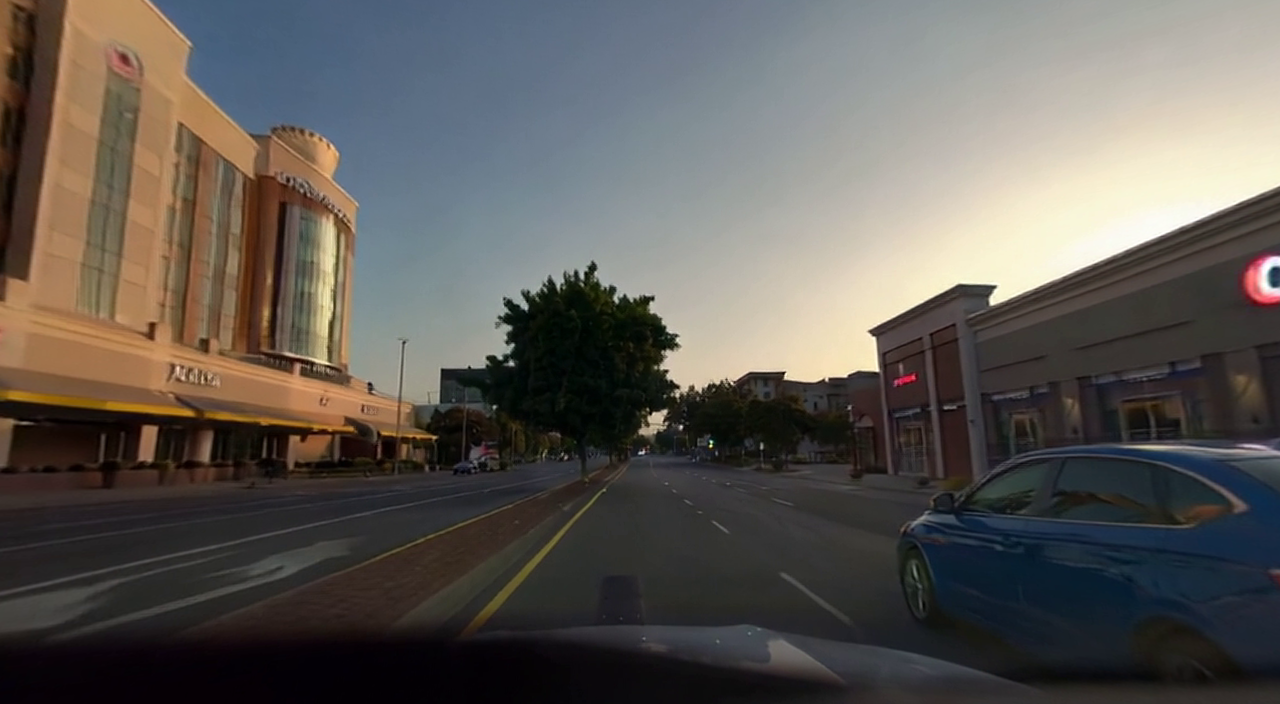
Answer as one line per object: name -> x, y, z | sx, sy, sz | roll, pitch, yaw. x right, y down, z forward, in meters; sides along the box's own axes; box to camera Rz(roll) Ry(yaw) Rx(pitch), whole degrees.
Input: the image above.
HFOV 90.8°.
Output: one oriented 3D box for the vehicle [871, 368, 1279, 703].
vehicle -> 3.090, 1.019, 2.975 | 2.015, 1.641, 4.995 | 0, -9, -1
